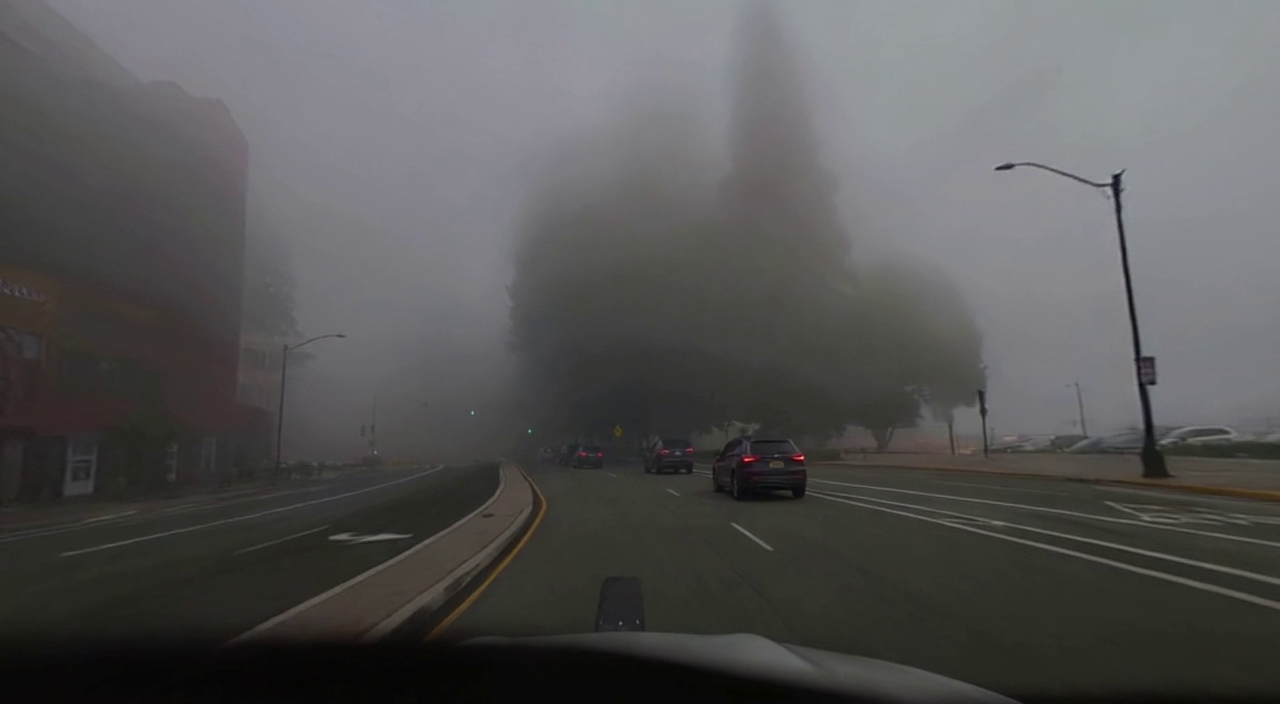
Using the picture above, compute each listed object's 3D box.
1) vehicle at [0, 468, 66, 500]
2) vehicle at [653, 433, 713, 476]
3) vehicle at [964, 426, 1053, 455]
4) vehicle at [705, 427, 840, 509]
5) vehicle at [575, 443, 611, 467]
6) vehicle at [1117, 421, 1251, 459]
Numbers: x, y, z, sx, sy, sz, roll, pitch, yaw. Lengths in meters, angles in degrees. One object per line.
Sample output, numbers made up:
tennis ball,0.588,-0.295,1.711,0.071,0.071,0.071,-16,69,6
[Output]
vehicle,-31.198,6.579,31.464,1.600,1.375,4.319,0,-9,-8
vehicle,1.880,4.720,29.353,2.046,1.768,4.370,-1,-8,-5
vehicle,26.811,6.420,46.078,5.103,1.947,2.207,-1,-8,-2
vehicle,2.859,2.603,14.621,1.966,1.596,3.980,0,-8,-4
vehicle,-3.124,6.728,41.518,2.068,1.512,3.987,1,-8,-8
vehicle,27.385,4.461,31.943,4.736,1.755,2.221,-1,-8,-2
